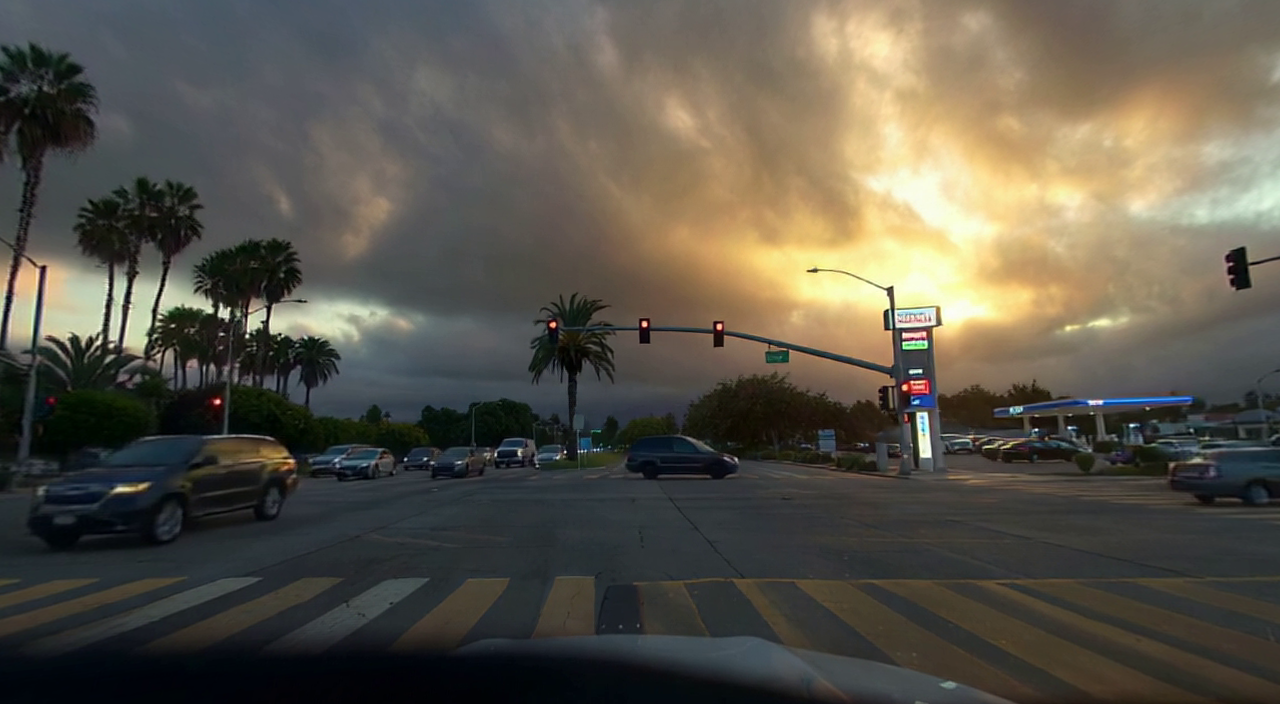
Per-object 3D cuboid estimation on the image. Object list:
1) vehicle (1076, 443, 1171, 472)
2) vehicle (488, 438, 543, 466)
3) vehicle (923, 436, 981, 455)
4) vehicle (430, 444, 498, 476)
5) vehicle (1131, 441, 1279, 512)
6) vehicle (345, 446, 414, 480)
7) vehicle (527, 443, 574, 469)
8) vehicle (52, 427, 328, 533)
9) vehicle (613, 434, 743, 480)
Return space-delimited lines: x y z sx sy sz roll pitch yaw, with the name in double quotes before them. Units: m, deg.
"vehicle" 24.253 5.296 31.740 3.474 1.376 1.538 0 -9 -2
"vehicle" -8.738 7.101 44.993 2.609 1.865 5.875 0 -9 1
"vehicle" 22.529 6.760 45.662 3.356 1.395 1.559 0 -9 -1
"vehicle" -8.751 5.421 31.927 2.034 1.510 4.647 0 -9 1
"vehicle" 14.194 2.751 14.165 4.579 1.464 1.983 0 -9 3
"vehicle" -11.972 5.099 29.247 1.633 1.460 3.540 0 -9 0
"vehicle" -5.398 6.337 38.713 2.079 1.490 5.064 0 -9 1
"vehicle" -8.446 2.418 12.577 2.124 1.701 4.551 0 -9 0
"vehicle" 1.494 4.122 24.899 4.892 1.719 1.929 -1 -9 5
